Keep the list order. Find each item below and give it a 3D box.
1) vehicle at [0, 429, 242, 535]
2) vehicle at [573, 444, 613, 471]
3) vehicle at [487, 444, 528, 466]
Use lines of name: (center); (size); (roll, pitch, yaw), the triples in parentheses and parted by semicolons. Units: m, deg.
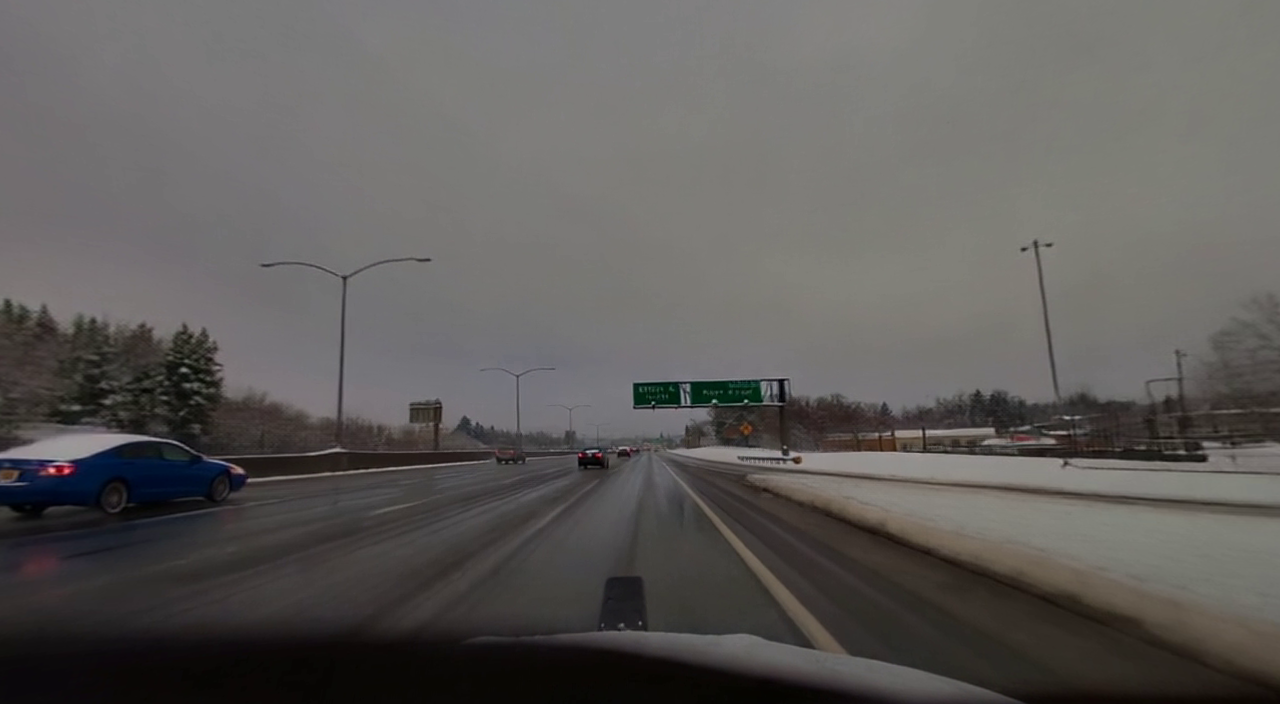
vehicle: (-9.966, 2.245, 11.623); (2.002, 1.526, 4.822); (0, -8, 2)
vehicle: (-2.828, 6.400, 38.531); (2.050, 1.479, 4.342); (0, -8, 1)
vehicle: (-9.340, 7.296, 44.798); (1.930, 1.490, 3.955); (0, -8, 2)
